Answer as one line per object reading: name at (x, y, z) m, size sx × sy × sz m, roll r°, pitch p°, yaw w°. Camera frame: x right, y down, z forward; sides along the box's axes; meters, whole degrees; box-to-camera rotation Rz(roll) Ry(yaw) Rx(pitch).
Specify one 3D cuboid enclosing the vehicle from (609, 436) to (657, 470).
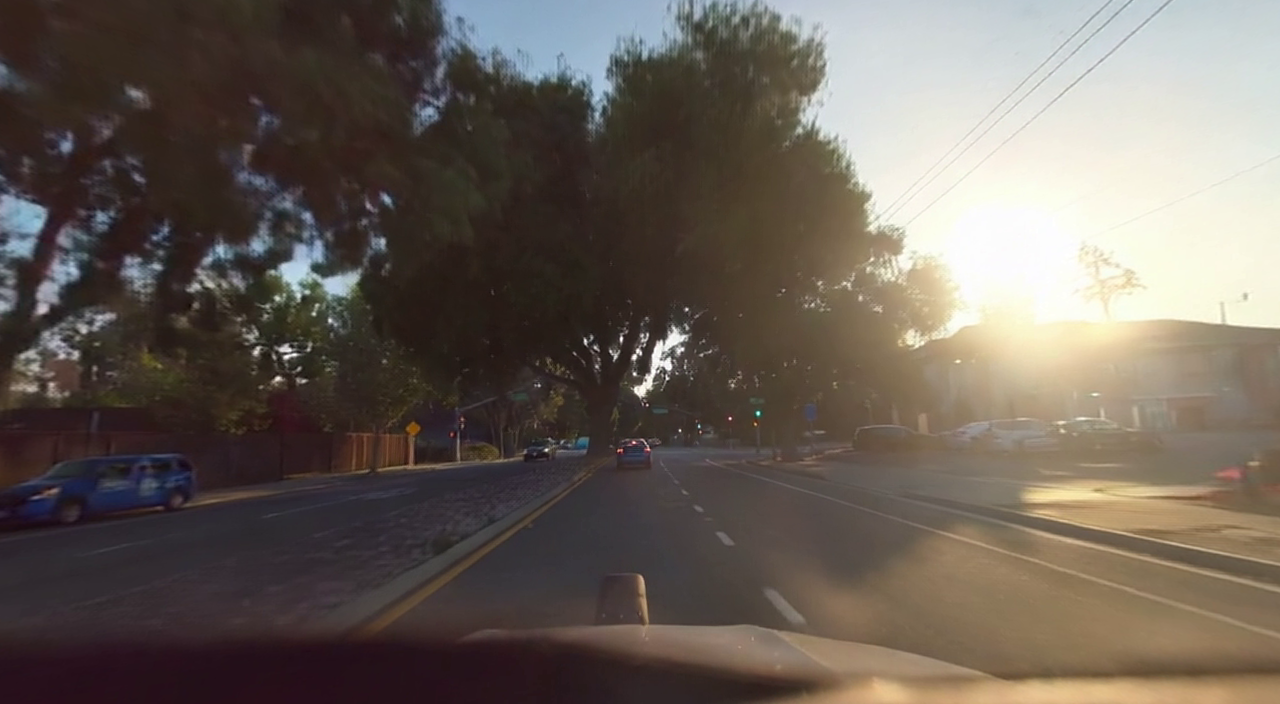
vehicle at (-0.300, 4.689, 29.498) m, size 2.104 × 1.462 × 3.991 m, roll 0°, pitch -9°, yaw 0°

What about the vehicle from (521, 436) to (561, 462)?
vehicle at (-7.026, 6.981, 45.372) m, size 2.117 × 1.756 × 4.375 m, roll 0°, pitch -9°, yaw 0°

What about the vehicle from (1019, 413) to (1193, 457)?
vehicle at (16.681, 3.003, 22.823) m, size 4.658 × 1.495 × 1.978 m, roll 0°, pitch -9°, yaw 1°

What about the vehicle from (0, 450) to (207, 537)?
vehicle at (-12.980, 3.245, 15.201) m, size 1.957 × 1.754 × 4.393 m, roll 0°, pitch -9°, yaw 0°
